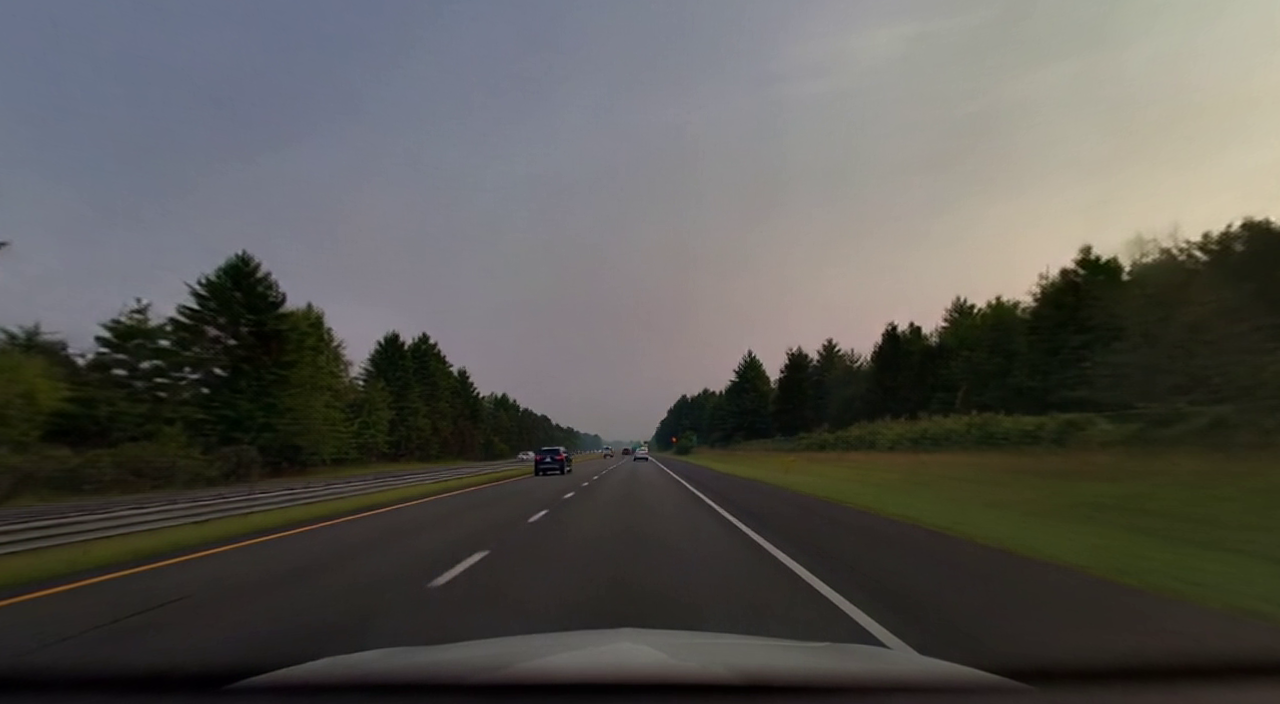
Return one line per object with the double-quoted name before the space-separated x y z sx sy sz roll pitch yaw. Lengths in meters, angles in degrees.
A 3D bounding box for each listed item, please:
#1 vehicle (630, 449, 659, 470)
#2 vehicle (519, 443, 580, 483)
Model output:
"vehicle" 0.282 7.831 46.130 2.046 1.452 4.407 0 -9 0
"vehicle" -4.014 5.011 28.726 2.100 1.667 4.223 0 -9 1
